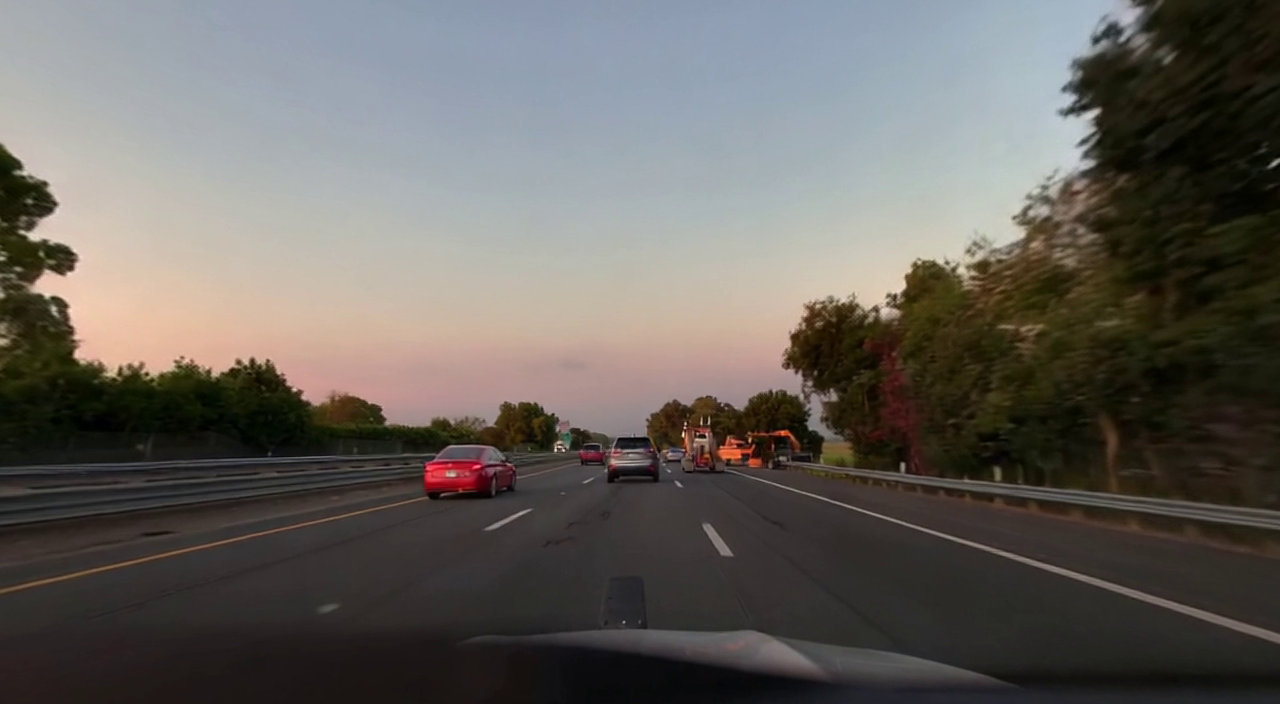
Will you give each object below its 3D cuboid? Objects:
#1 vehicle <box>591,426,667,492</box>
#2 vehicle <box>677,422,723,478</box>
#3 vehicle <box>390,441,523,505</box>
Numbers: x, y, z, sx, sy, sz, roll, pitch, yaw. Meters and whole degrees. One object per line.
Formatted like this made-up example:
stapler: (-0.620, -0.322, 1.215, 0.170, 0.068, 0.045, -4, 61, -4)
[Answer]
vehicle: (-0.255, 3.593, 21.522, 2.308, 1.993, 4.631, 0, -8, 2)
vehicle: (4.404, 7.433, 48.058, 2.793, 3.828, 9.580, 0, -8, 2)
vehicle: (-4.635, 3.114, 16.731, 2.096, 1.469, 4.319, -1, -8, 2)
